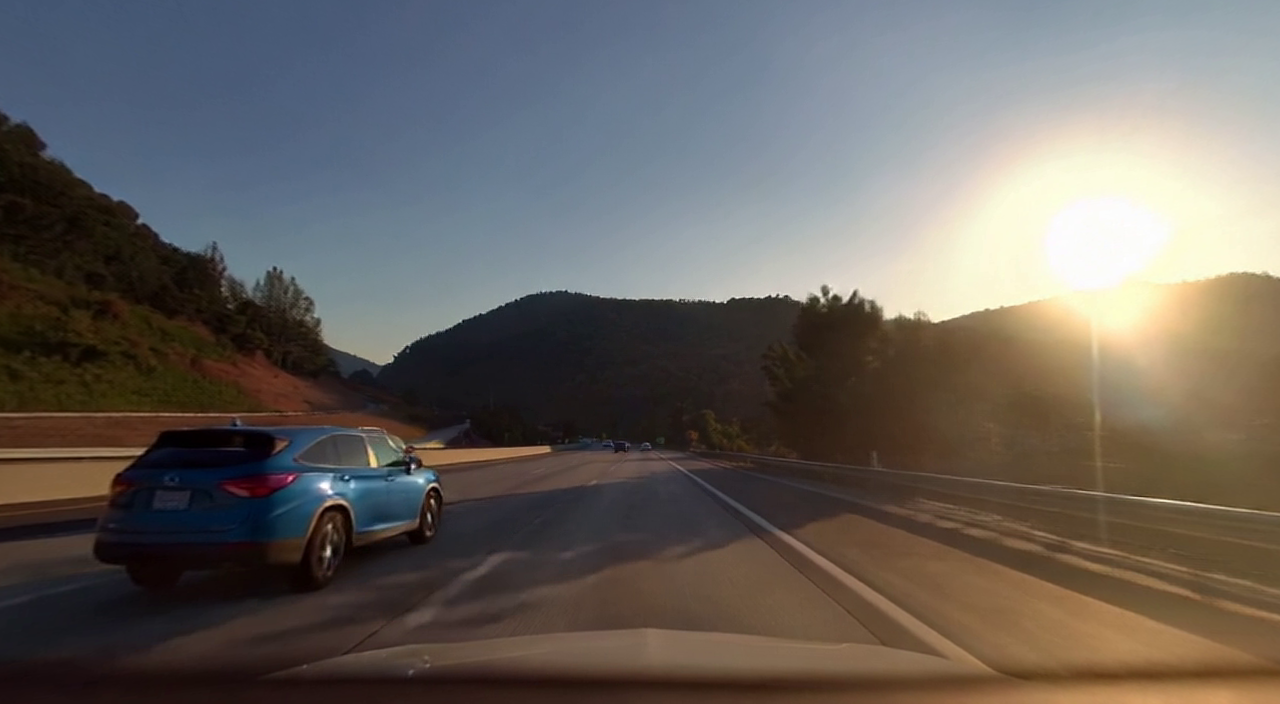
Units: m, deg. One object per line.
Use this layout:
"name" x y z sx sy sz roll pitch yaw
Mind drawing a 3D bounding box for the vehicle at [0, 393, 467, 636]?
"vehicle" -3.439 1.439 6.578 1.983 1.663 4.290 0 -9 1
